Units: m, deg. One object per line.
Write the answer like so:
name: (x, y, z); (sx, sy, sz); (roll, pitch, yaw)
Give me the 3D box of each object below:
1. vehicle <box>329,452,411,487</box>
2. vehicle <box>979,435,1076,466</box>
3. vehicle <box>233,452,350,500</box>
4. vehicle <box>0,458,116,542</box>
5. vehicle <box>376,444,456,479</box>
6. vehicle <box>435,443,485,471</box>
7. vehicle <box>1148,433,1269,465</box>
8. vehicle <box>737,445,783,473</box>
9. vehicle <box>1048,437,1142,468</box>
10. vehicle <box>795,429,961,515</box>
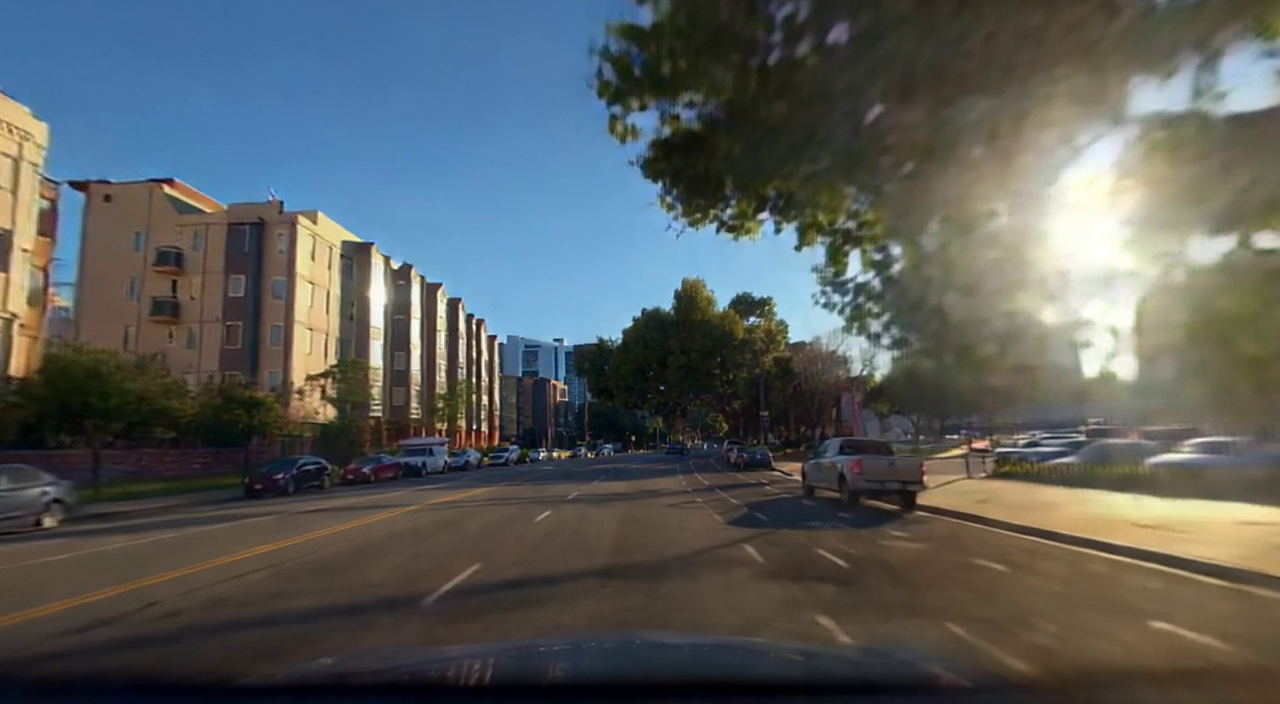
vehicle: (-12.347, 5.361, 29.205); (1.723, 1.418, 4.359); (0, -8, 2)
vehicle: (19.797, 5.060, 32.545); (2.008, 1.489, 4.775); (0, -8, 1)
vehicle: (-12.259, 4.350, 22.529); (1.926, 1.499, 3.869); (0, -8, 0)
vehicle: (-12.602, 2.739, 11.611); (1.889, 1.461, 4.608); (0, -8, 2)
vehicle: (-12.450, 6.112, 35.654); (2.290, 1.799, 5.801); (0, -8, 2)
vehicle: (-12.214, 7.146, 43.235); (2.001, 1.836, 4.471); (0, -8, 2)
vehicle: (28.412, 4.873, 31.817); (1.790, 1.460, 4.515); (0, -8, -2)
vehicle: (6.689, 5.990, 35.714); (1.947, 1.487, 4.549); (0, -8, 3)
vehicle: (22.764, 5.041, 31.790); (1.797, 1.425, 3.794); (0, -8, -2)
vehicle: (5.642, 2.906, 15.943); (2.102, 1.781, 5.470); (0, -8, 1)
